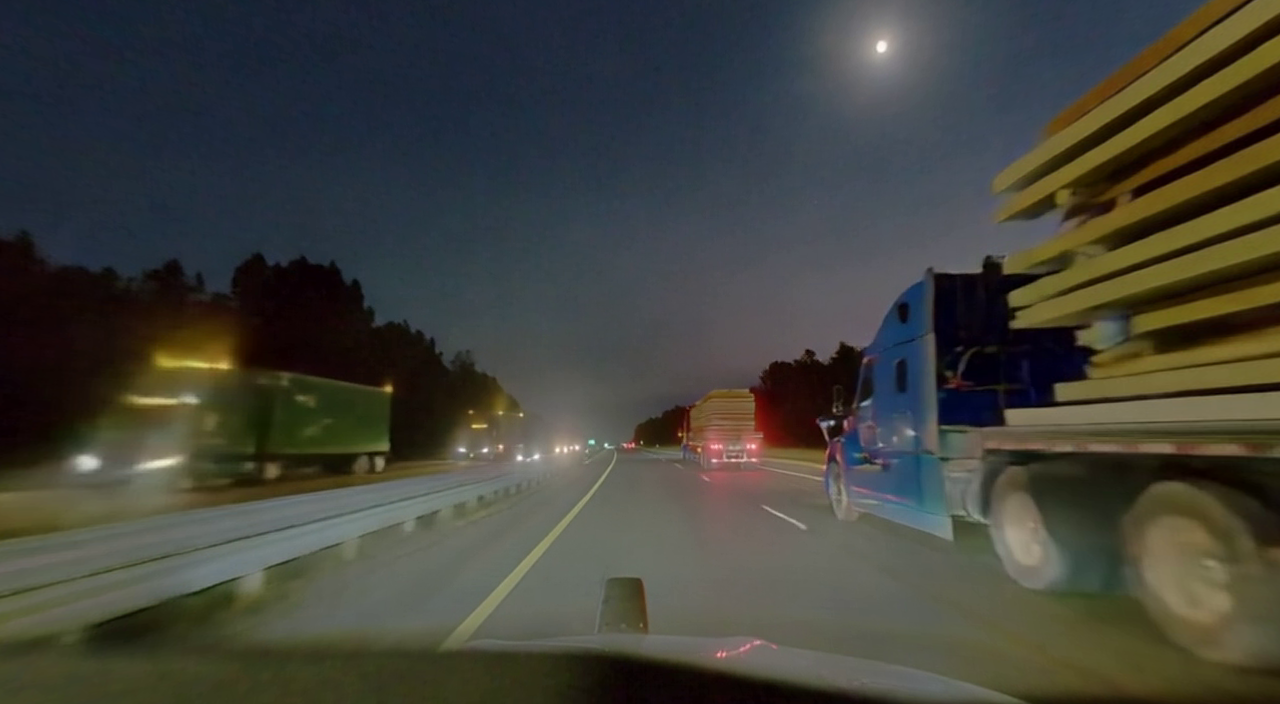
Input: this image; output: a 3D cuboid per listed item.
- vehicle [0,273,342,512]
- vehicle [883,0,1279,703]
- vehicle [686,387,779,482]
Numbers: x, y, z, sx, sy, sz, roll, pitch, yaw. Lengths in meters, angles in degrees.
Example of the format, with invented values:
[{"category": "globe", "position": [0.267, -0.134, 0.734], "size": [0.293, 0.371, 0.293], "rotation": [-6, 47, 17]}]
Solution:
[{"category": "vehicle", "position": [-12.227, 1.492, 15.842], "size": [2.918, 3.962, 13.528], "rotation": [0, -9, -1]}, {"category": "vehicle", "position": [4.817, -0.486, 0.964], "size": [3.024, 4.065, 13.796], "rotation": [-1, -7, -2]}, {"category": "vehicle", "position": [4.536, 4.667, 35.194], "size": [3.023, 4.054, 16.882], "rotation": [0, -8, 1]}]
